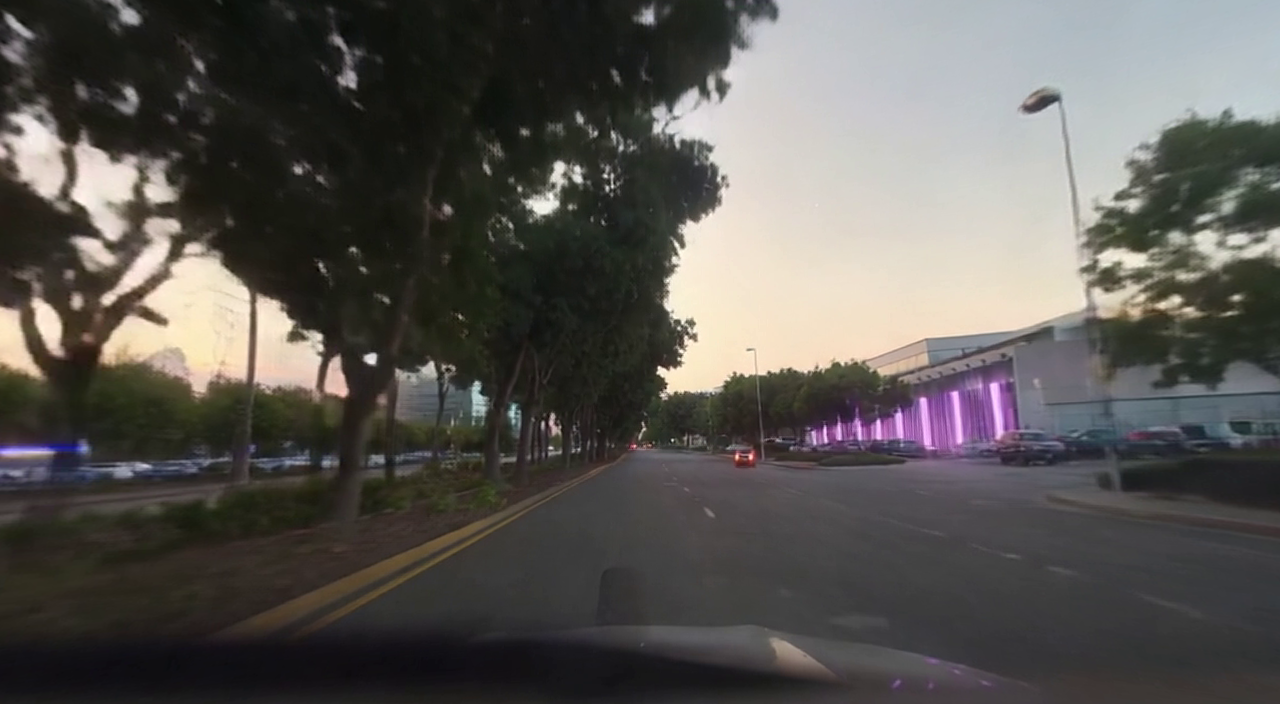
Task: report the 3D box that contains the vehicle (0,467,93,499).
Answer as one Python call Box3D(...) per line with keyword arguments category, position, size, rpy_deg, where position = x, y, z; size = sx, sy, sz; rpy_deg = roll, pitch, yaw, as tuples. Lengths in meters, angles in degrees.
Box3D(category="vehicle", position=(-31.608, 6.750, 32.546), size=(4.622, 1.466, 1.842), rpy_deg=(4, -10, -27))

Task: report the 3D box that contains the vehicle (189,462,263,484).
Box3D(category="vehicle", position=(-31.161, 9.094, 47.582), size=(4.320, 1.463, 1.827), rpy_deg=(4, -9, -25))
